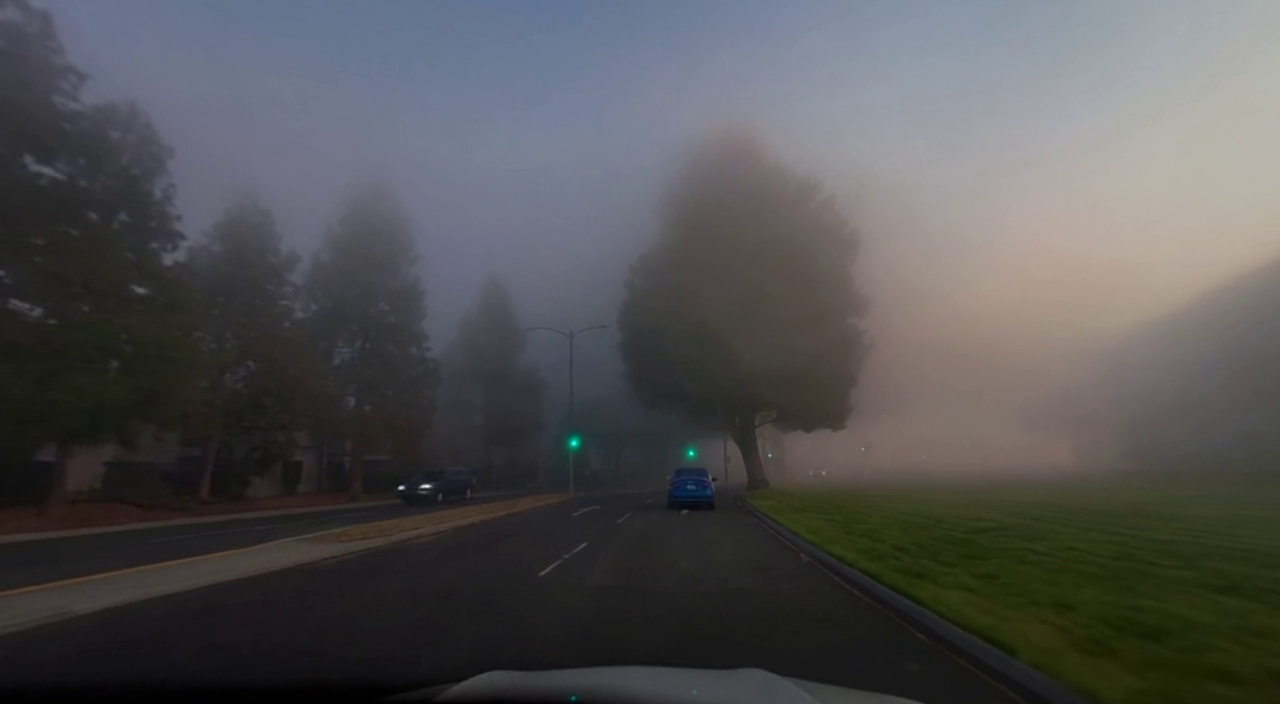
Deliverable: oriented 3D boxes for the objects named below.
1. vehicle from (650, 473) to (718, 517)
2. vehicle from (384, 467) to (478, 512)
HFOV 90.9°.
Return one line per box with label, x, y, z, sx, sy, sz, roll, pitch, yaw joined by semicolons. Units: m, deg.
vehicle;1.646;4.805;21.584;1.972;1.250;5.282;-1;-11;8
vehicle;-9.294;6.132;28.487;2.066;1.744;4.771;-5;-11;8
